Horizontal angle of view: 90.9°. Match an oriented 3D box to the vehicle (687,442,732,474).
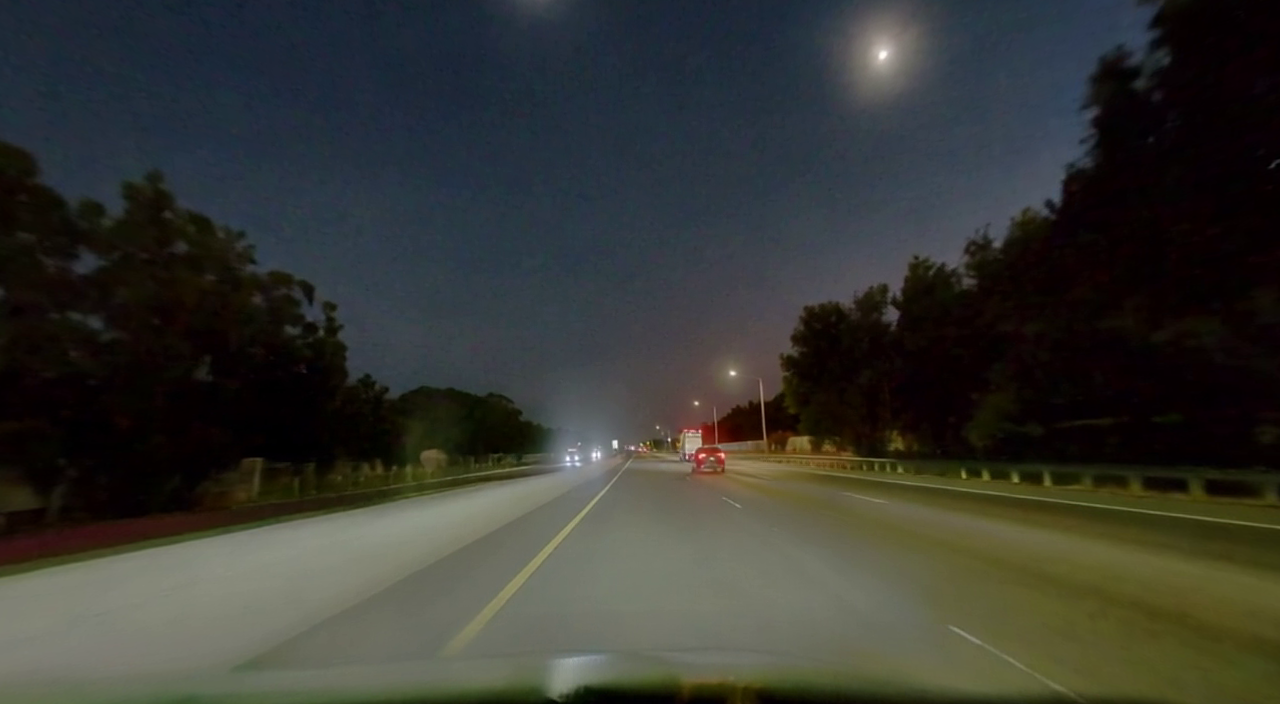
[{"bbox_3d":[3.990,6.222,36.999,2.093,1.742,4.167,0,-9,-1],"label":"vehicle"}]
